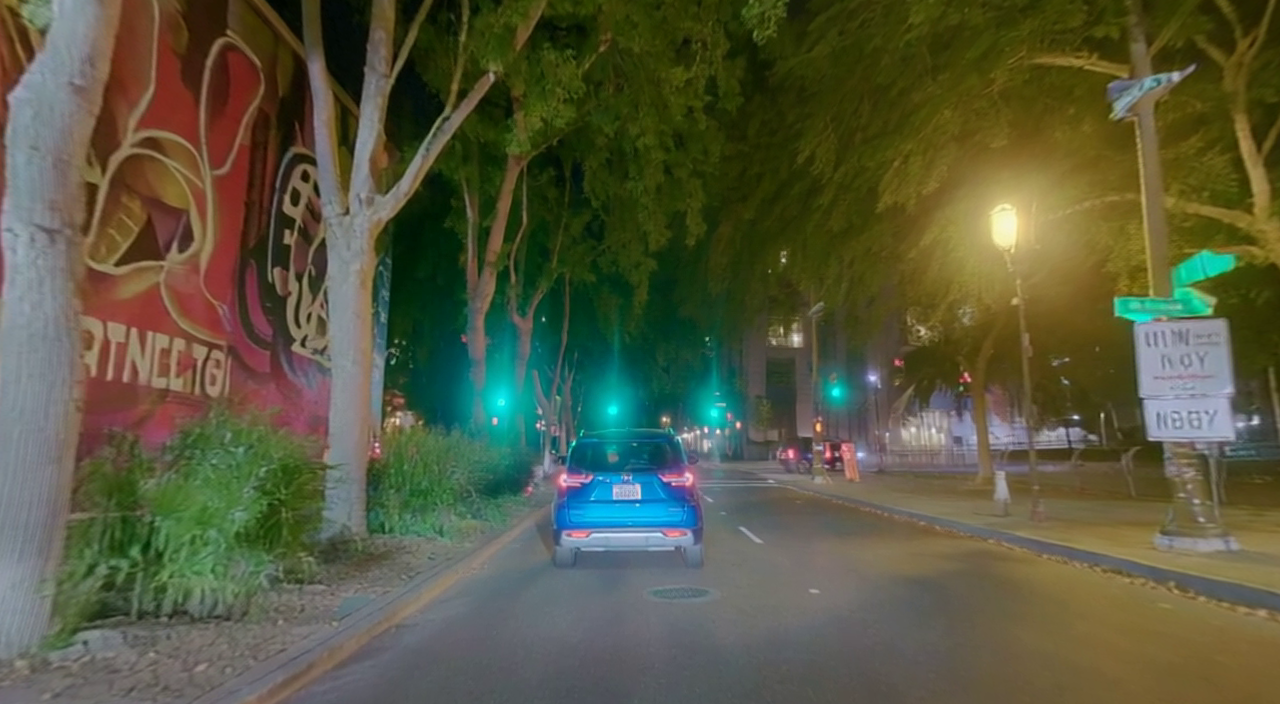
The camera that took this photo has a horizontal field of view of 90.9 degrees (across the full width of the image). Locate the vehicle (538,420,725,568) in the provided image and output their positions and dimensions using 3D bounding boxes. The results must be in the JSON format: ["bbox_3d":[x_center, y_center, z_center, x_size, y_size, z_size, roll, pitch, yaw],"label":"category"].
[{"bbox_3d":[-0.101,1.882,9.040,2.079,1.621,3.861,0,-9,0],"label":"vehicle"}]

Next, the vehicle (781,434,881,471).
[{"bbox_3d":[11.536,6.021,38.061,5.513,2.063,2.448,4,-10,-26],"label":"vehicle"}]
